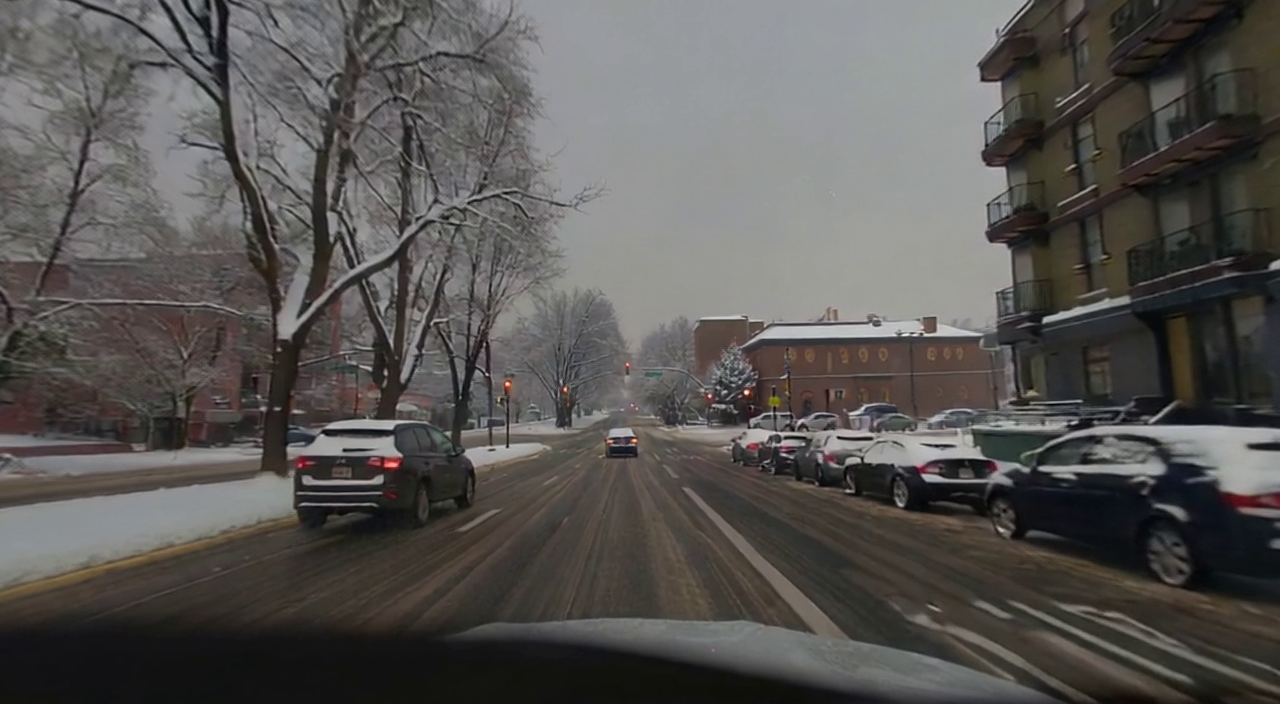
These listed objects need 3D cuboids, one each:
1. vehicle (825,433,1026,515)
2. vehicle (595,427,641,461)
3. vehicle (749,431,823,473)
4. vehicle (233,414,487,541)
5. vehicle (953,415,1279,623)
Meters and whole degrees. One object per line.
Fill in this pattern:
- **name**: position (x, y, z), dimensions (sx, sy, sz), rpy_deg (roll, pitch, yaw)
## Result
- **vehicle**: position (5.967, 2.571, 14.029), dimensions (2.089, 1.488, 4.663), rpy_deg (0, -8, -3)
- **vehicle**: position (-0.993, 4.415, 30.361), dimensions (2.082, 1.520, 3.896), rpy_deg (0, -8, 0)
- **vehicle**: position (5.712, 3.966, 25.293), dimensions (1.959, 1.513, 4.104), rpy_deg (0, -8, 0)
- **vehicle**: position (-3.942, 1.819, 9.926), dimensions (1.934, 1.522, 4.464), rpy_deg (0, -8, 0)
- **vehicle**: position (5.932, 1.668, 7.474), dimensions (2.019, 1.670, 4.550), rpy_deg (0, -8, -1)
